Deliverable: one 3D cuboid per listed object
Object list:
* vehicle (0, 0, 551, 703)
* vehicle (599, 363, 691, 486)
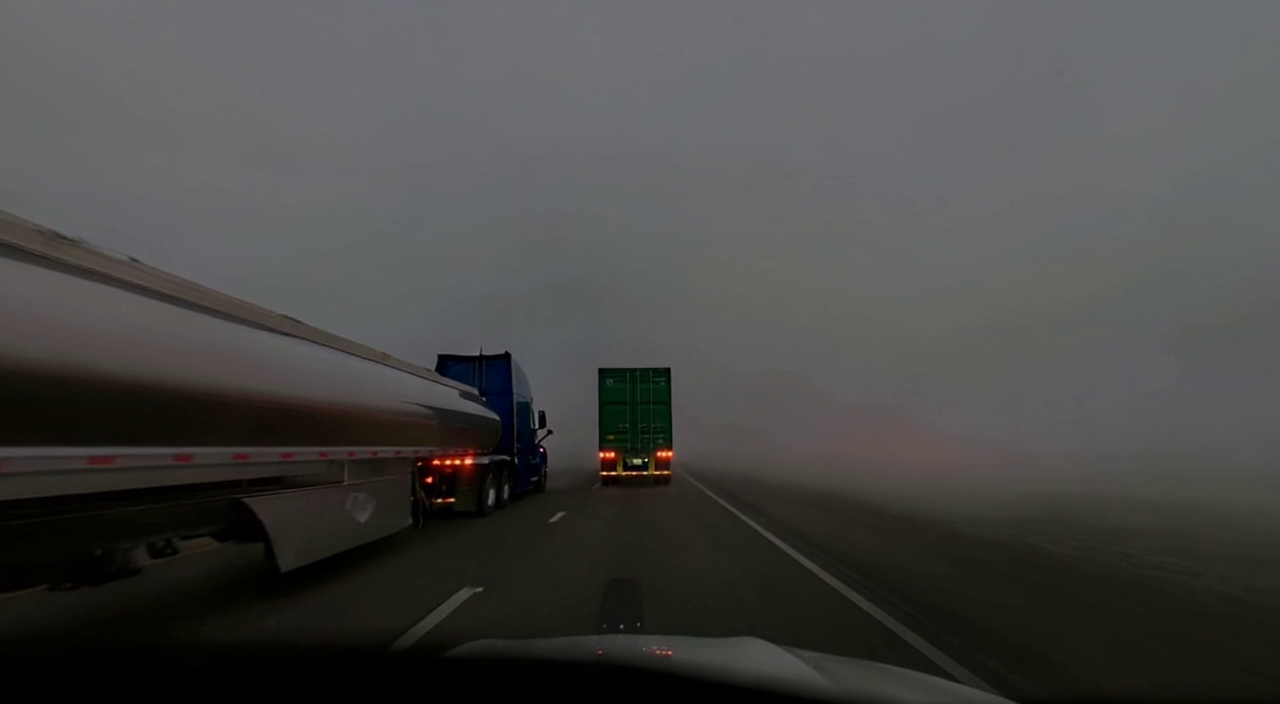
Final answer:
[{"bbox_3d":[-4.057,0.692,7.758,3.267,3.655,17.154,0,-8,1],"label":"vehicle"},{"bbox_3d":[0.208,3.195,26.162,2.942,4.003,11.297,0,-9,0],"label":"vehicle"}]
